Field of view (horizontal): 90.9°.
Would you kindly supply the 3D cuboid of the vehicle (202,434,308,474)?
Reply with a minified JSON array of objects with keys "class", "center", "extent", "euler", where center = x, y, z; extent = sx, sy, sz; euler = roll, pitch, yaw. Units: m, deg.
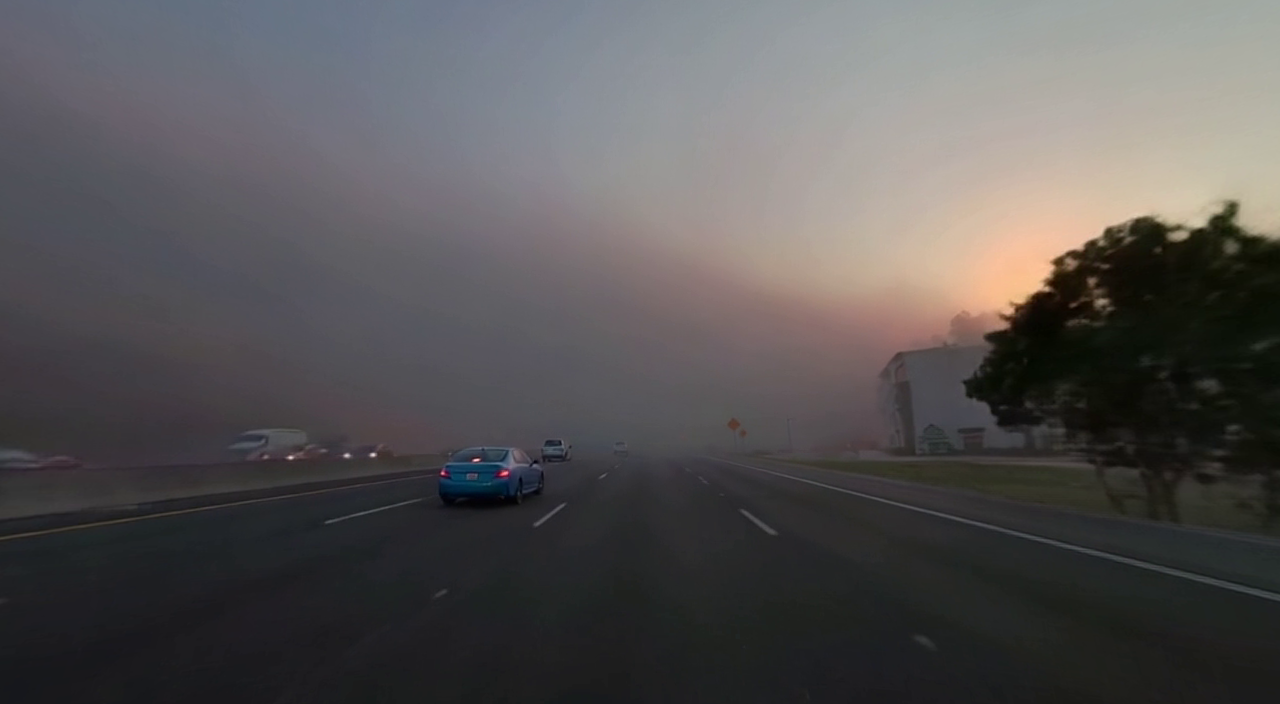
[{"class":"vehicle","center":[-20.993,5.578,34.730],"extent":[2.160,2.020,5.622],"euler":[0,-8,1]}]

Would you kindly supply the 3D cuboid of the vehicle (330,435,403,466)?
[{"class":"vehicle","center":[-16.632,6.020,38.690],"extent":[2.020,1.706,5.332],"euler":[0,-8,1]}]

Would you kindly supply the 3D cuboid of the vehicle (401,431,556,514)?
[{"class":"vehicle","center":[-3.419,2.671,14.565],"extent":[2.144,1.565,4.951],"euler":[0,-8,2]}]
